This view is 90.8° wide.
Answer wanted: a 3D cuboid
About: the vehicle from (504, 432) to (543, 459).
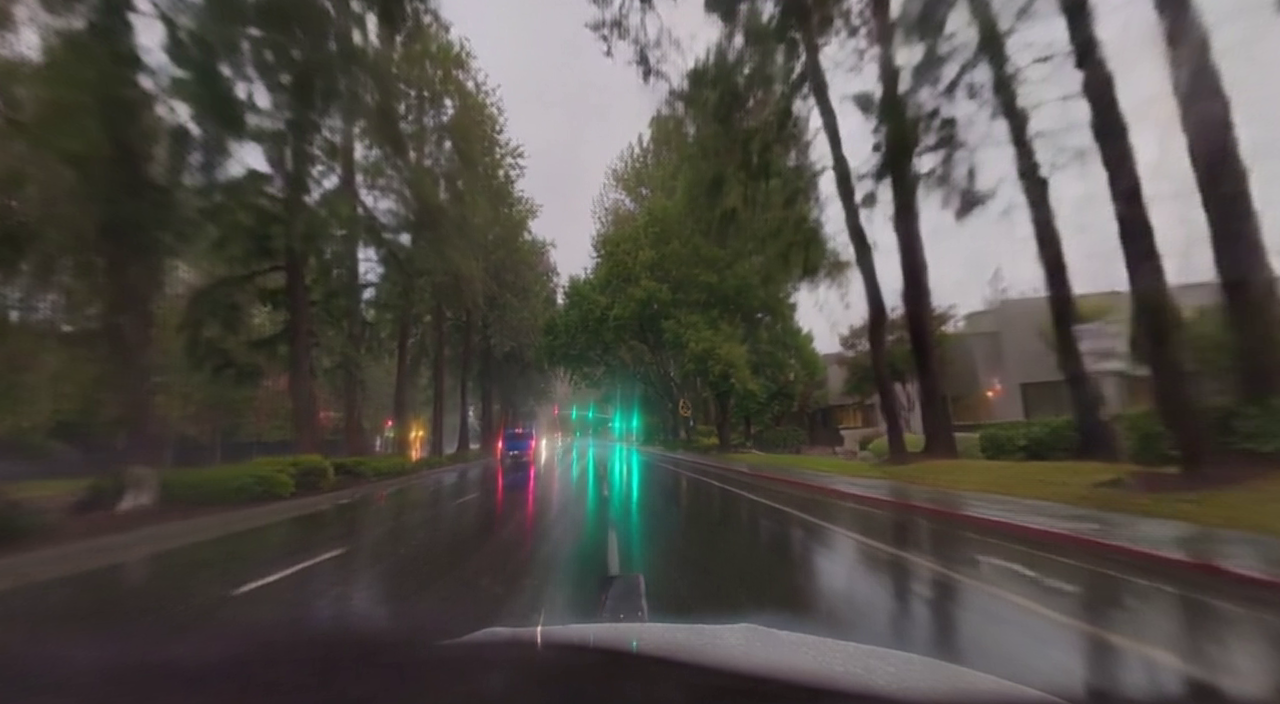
[{"bbox_3d":[-8.458,6.911,46.590,2.267,1.849,6.402,1,-9,-6],"label":"vehicle"}]
